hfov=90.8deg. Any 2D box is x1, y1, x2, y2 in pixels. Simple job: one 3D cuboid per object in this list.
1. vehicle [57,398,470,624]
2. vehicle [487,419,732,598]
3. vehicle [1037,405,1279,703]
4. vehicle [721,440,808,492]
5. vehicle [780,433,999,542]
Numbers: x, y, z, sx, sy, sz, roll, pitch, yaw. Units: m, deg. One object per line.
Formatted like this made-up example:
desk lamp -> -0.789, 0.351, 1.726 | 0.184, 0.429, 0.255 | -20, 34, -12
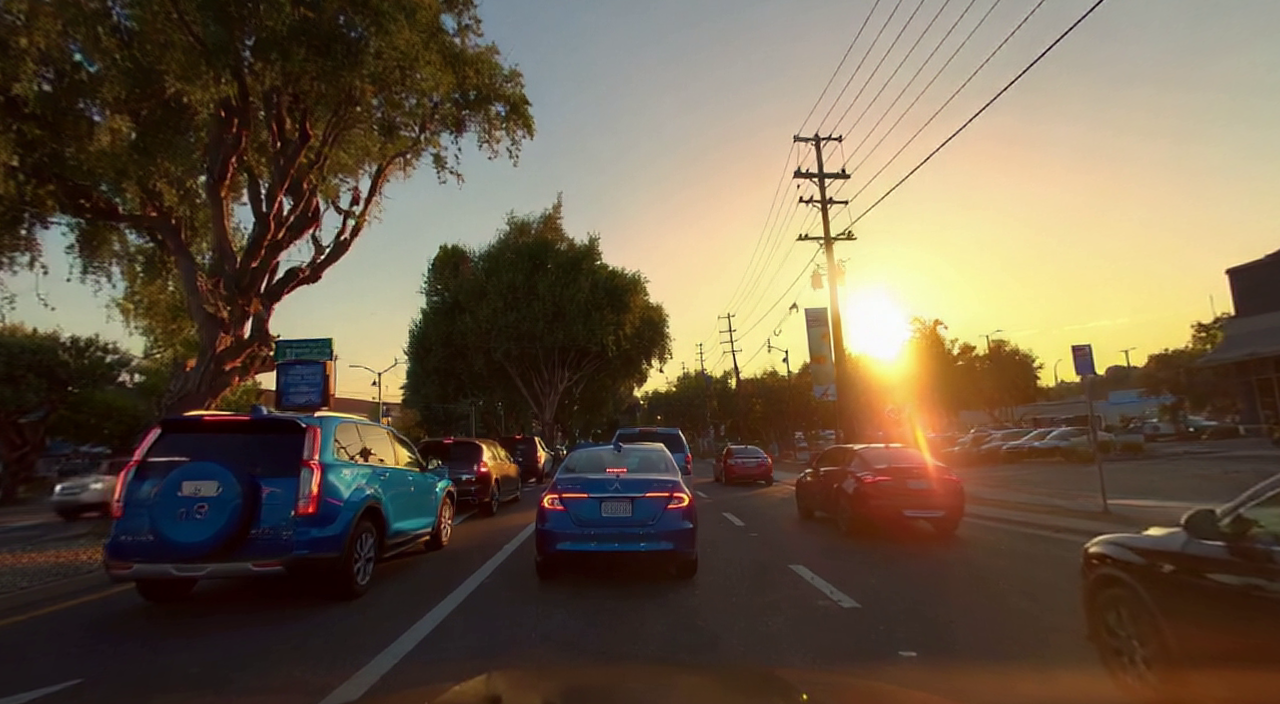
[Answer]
vehicle -> -3.434, 1.526, 6.997 | 1.979, 1.697, 4.254 | 0, -9, -1
vehicle -> -0.318, 1.632, 7.396 | 2.097, 1.511, 3.809 | 0, -9, -2
vehicle -> 3.604, 0.848, 1.823 | 1.929, 1.479, 4.723 | 0, -9, 1
vehicle -> 3.804, 3.557, 20.039 | 1.876, 1.456, 4.025 | 0, -9, -1
vehicle -> 3.921, 2.195, 10.900 | 1.909, 1.473, 4.361 | 0, -9, -1
